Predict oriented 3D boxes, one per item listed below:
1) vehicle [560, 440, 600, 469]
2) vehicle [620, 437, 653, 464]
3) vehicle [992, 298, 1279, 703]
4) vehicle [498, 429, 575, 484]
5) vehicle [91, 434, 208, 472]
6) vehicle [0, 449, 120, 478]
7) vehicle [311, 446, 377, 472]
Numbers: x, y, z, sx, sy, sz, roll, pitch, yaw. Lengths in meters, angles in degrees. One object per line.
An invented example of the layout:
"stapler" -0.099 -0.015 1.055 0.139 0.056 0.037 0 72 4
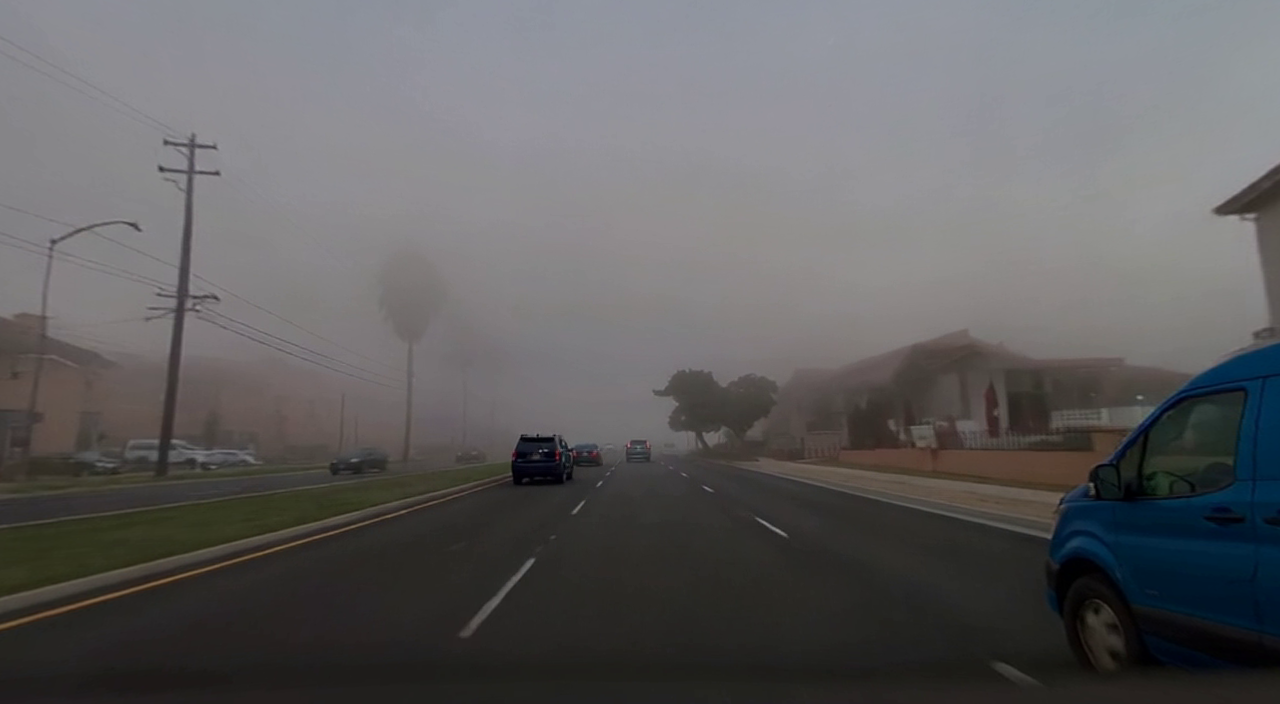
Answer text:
"vehicle" -3.219 5.587 34.662 1.869 1.454 4.142 0 -8 -1
"vehicle" -0.275 6.729 43.447 2.191 1.761 3.857 0 -8 -2
"vehicle" 3.699 0.678 2.075 2.234 1.912 4.847 0 -8 0
"vehicle" -3.482 3.611 22.020 1.967 1.703 4.157 0 -8 0
"vehicle" -30.264 6.233 39.085 5.583 2.103 2.086 -1 -6 2
"vehicle" -30.509 5.854 33.258 4.474 1.393 1.920 1 -7 -1
"vehicle" -18.729 6.776 40.226 1.911 1.479 4.713 0 -8 1
